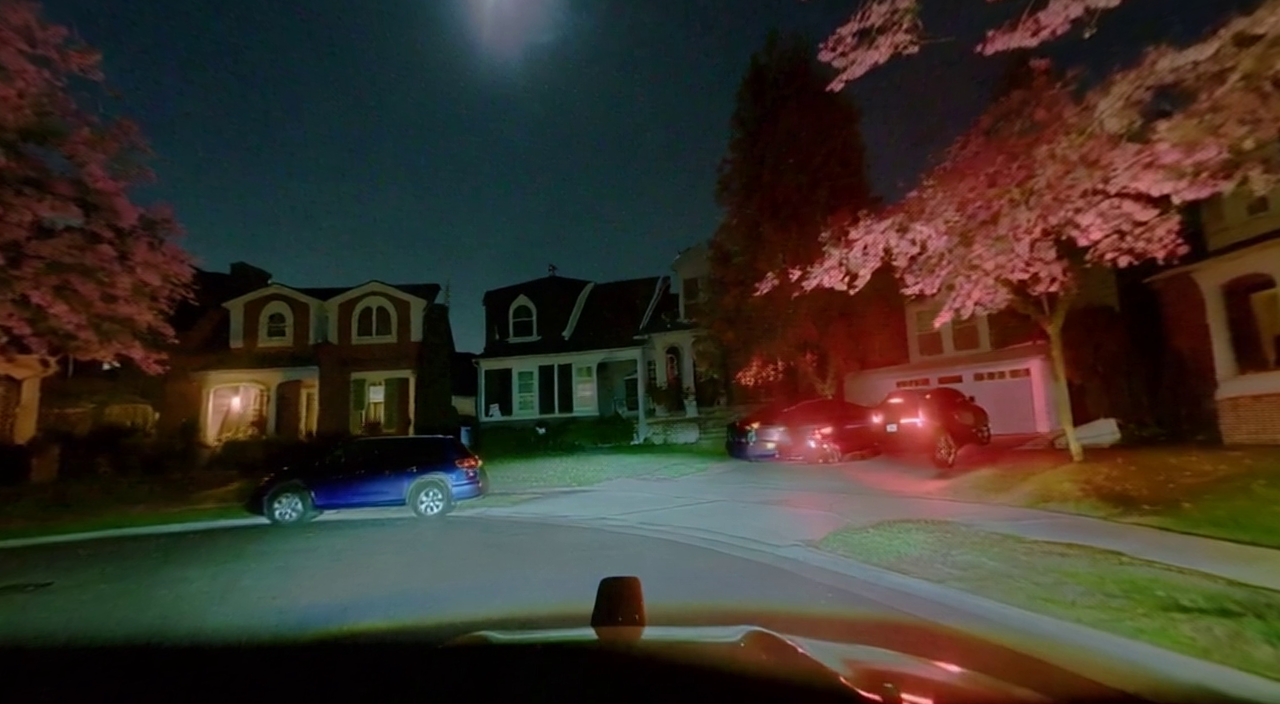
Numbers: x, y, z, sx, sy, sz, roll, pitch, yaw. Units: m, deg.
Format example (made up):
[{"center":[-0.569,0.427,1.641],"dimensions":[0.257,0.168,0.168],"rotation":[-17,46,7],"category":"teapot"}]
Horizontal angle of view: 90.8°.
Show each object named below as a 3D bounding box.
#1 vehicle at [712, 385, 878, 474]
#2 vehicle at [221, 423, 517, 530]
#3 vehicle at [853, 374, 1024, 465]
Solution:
[{"center":[4.067,1.914,16.126],"dimensions":[2.310,1.701,4.280],"rotation":[-10,-6,39],"category":"vehicle"},{"center":[-5.108,2.372,12.382],"dimensions":[4.815,1.827,2.147],"rotation":[-1,-9,8],"category":"vehicle"},{"center":[7.414,1.577,15.479],"dimensions":[4.495,1.773,2.152],"rotation":[0,-6,-44],"category":"vehicle"}]
